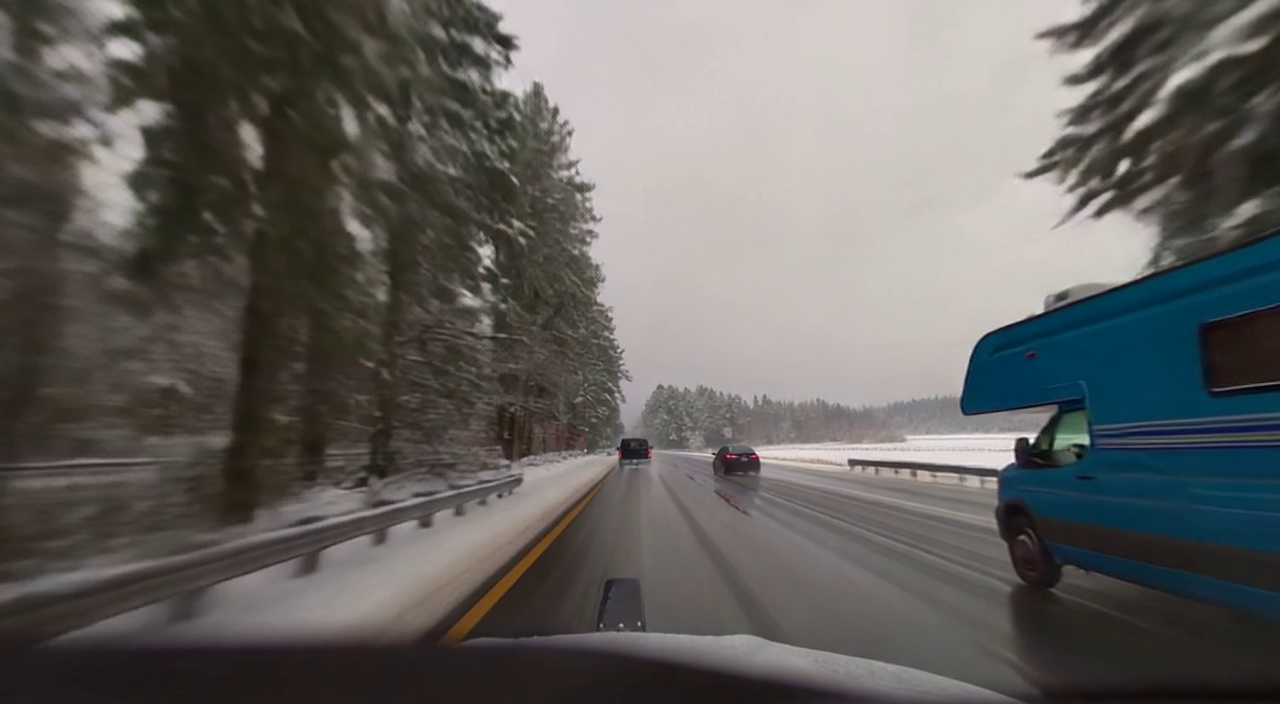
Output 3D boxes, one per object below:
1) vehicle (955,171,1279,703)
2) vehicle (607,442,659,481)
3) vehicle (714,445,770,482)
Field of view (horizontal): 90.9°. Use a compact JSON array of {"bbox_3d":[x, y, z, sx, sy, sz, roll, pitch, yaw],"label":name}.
[{"bbox_3d":[4.791,0.432,3.137,2.745,2.832,7.035,0,-9,0],"label":"vehicle"},{"bbox_3d":[-0.289,4.821,27.924,2.120,1.575,4.018,0,-9,0],"label":"vehicle"},{"bbox_3d":[4.296,4.735,26.926,1.757,1.459,3.398,0,-9,-1],"label":"vehicle"}]
